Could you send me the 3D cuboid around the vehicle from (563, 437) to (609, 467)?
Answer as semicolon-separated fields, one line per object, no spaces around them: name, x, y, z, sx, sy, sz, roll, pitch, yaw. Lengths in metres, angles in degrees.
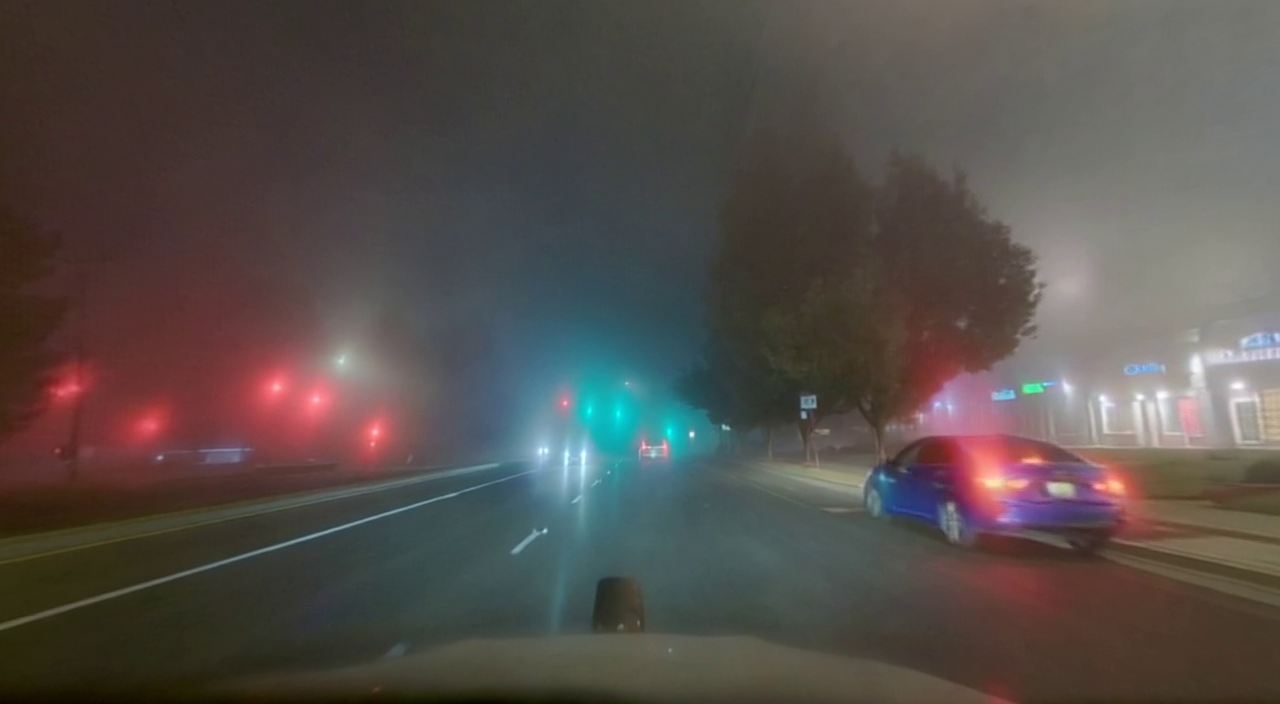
vehicle;-2.858;5.425;34.382;2.032;1.467;4.411;0;-8;2

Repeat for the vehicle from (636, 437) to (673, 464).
vehicle;0.832;5.781;37.151;2.059;1.456;4.047;0;-8;1

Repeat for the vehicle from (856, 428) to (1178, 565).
vehicle;4.814;1.871;8.948;1.942;1.469;4.049;0;-9;-2
